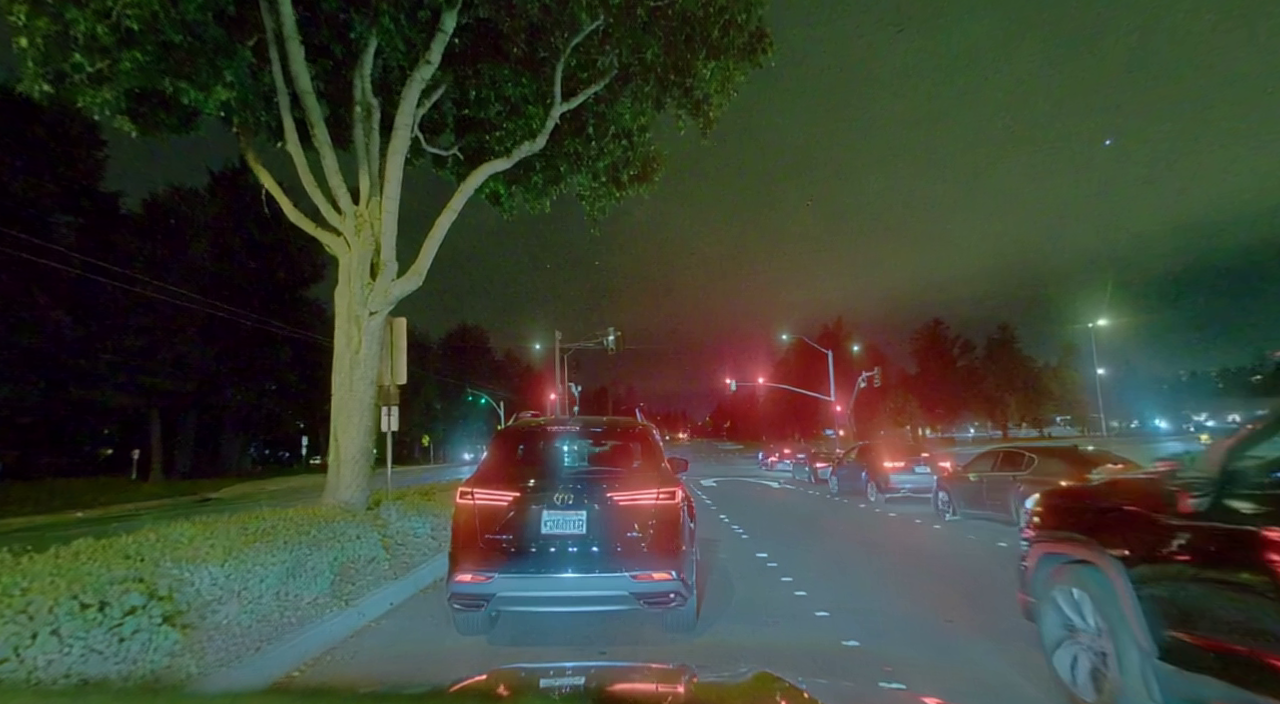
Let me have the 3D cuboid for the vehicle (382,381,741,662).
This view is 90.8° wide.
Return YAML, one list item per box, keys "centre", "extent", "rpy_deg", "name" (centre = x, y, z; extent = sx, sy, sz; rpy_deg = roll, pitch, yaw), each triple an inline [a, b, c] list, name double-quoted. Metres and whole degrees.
- centre: [-0.429, 1.353, 6.093]
  extent: [2.201, 1.709, 4.271]
  rpy_deg: [0, -9, 2]
  name: "vehicle"

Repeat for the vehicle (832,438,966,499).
- centre: [7.013, 3.186, 17.703]
  extent: [1.890, 1.489, 4.415]
  rpy_deg: [0, -9, 0]
  name: "vehicle"

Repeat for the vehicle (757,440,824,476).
- centre: [6.696, 4.752, 28.646]
  extent: [1.917, 1.489, 4.625]
  rpy_deg: [0, -9, 0]
  name: "vehicle"

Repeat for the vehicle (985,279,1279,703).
- centre: [3.428, 0.607, 1.659]
  extent: [2.200, 1.909, 4.853]
  rpy_deg: [0, -9, -1]
  name: "vehicle"
